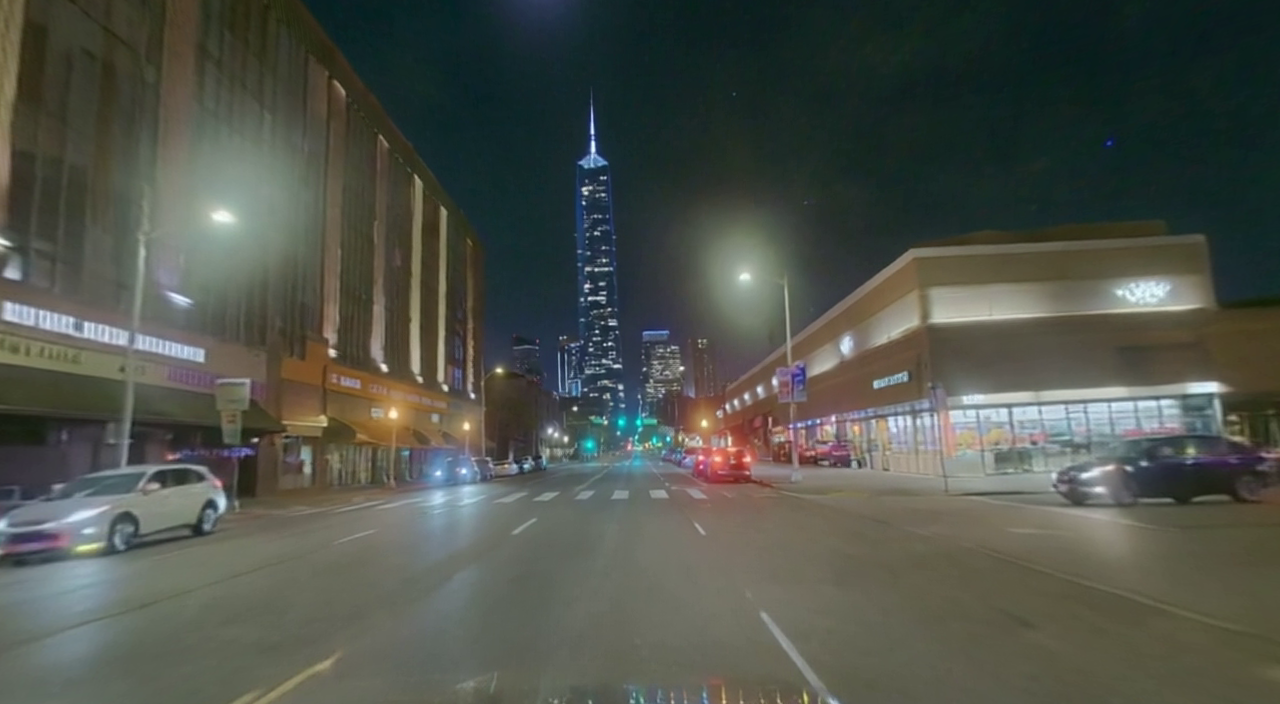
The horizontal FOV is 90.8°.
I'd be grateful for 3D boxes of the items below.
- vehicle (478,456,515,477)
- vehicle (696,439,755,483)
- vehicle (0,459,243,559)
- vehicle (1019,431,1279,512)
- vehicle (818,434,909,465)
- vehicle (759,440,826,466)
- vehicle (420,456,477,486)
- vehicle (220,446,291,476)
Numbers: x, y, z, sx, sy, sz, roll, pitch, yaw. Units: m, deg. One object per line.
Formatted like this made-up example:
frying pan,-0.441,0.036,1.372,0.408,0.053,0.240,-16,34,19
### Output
vehicle,-11.017,8.799,48.835,1.861,1.473,4.633,0,-8,-1
vehicle,3.745,4.869,28.604,2.118,1.779,5.121,0,-8,2
vehicle,-10.962,3.219,13.648,1.943,1.713,4.153,-1,-8,2
vehicle,10.698,2.391,12.934,4.611,1.494,1.982,0,-8,-3
vehicle,13.484,5.905,38.338,4.732,1.746,2.141,0,-8,1
vehicle,10.360,6.885,43.156,4.018,1.645,1.875,1,-8,-5
vehicle,-11.058,6.874,36.871,2.018,1.553,4.407,0,-8,-1
vehicle,-22.587,6.369,37.276,1.778,1.639,4.019,0,-8,-3
